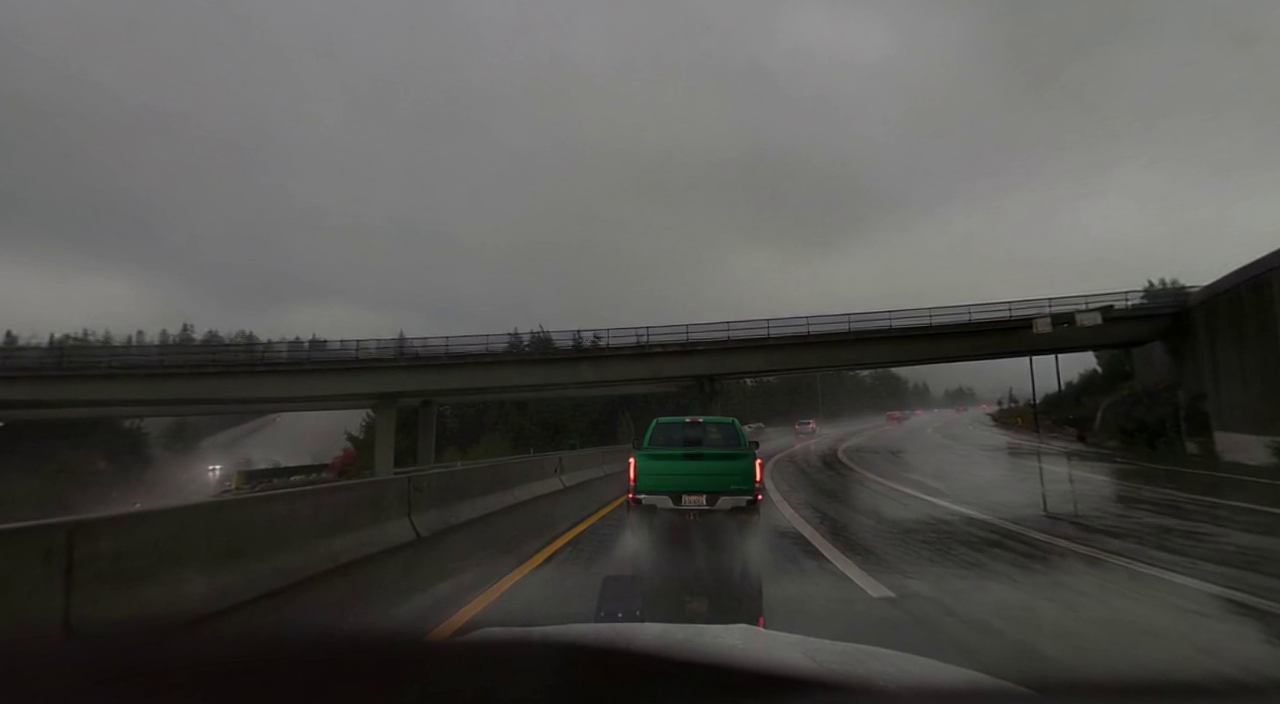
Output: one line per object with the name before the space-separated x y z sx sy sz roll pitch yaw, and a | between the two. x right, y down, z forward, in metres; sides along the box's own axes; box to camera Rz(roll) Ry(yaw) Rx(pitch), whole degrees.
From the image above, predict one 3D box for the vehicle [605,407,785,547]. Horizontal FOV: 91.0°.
vehicle | 0.874 1.887 10.136 2.235 1.716 4.435 -1 -9 5
